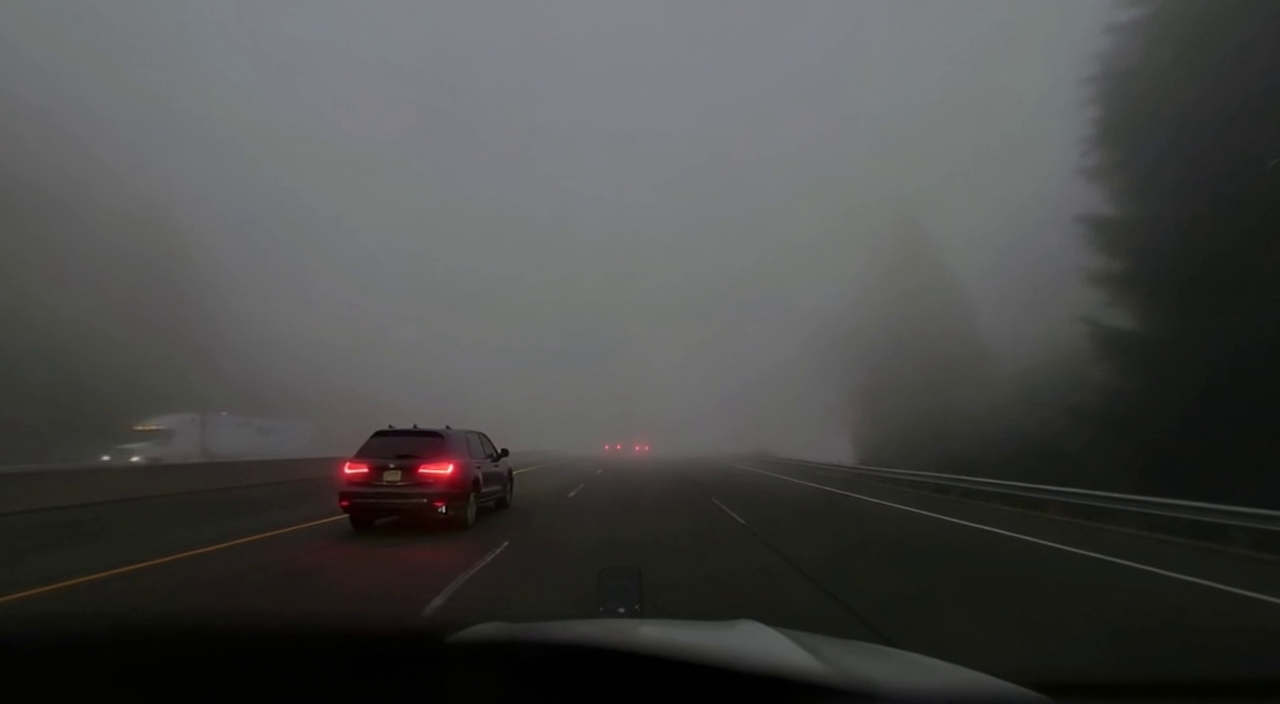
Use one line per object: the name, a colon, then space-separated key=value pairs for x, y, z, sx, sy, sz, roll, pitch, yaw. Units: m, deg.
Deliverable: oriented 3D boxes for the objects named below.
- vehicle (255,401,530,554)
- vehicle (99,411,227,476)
vehicle: x=-3.625 y=1.992 z=10.798 sx=2.379 sy=1.918 sz=5.504 roll=0 pitch=-8 yaw=1
vehicle: x=-32.159 y=6.219 z=42.933 sx=3.210 sy=4.059 sz=6.683 roll=0 pitch=-8 yaw=1
